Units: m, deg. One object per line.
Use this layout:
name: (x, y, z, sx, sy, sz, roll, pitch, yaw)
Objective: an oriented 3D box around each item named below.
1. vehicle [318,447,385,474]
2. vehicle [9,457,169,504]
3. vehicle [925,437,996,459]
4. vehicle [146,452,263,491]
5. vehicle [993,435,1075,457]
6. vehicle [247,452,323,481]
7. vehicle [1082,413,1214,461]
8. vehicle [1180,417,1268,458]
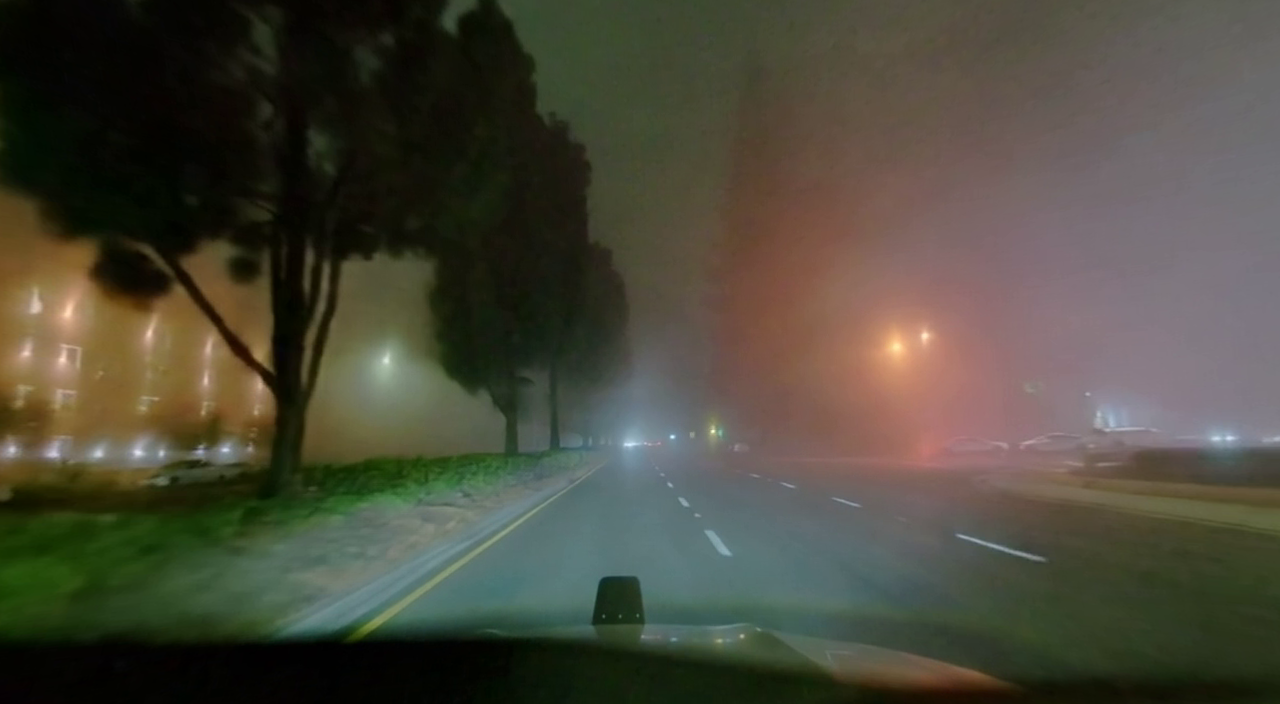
vehicle: (-20.352, 7.645, 44.830, 2.012, 1.636, 4.997, -3, -8, 7)
vehicle: (-20.260, 4.704, 23.560, 1.798, 1.487, 4.486, 0, -8, 2)
vehicle: (23.994, 7.213, 47.322, 4.549, 1.565, 1.831, 2, -9, -13)
vehicle: (-19.717, 5.441, 28.922, 1.920, 1.561, 4.654, -2, -10, 2)
vehicle: (30.351, 7.237, 48.710, 5.245, 1.609, 2.167, 2, -9, -13)
vehicle: (-19.773, 6.368, 35.399, 1.959, 1.459, 4.150, 0, -8, -2)
vehicle: (31.074, 5.251, 38.723, 6.797, 2.774, 2.304, 2, -9, -12)
vehicle: (36.855, 5.427, 39.922, 3.698, 2.517, 2.072, 2, -9, -12)
